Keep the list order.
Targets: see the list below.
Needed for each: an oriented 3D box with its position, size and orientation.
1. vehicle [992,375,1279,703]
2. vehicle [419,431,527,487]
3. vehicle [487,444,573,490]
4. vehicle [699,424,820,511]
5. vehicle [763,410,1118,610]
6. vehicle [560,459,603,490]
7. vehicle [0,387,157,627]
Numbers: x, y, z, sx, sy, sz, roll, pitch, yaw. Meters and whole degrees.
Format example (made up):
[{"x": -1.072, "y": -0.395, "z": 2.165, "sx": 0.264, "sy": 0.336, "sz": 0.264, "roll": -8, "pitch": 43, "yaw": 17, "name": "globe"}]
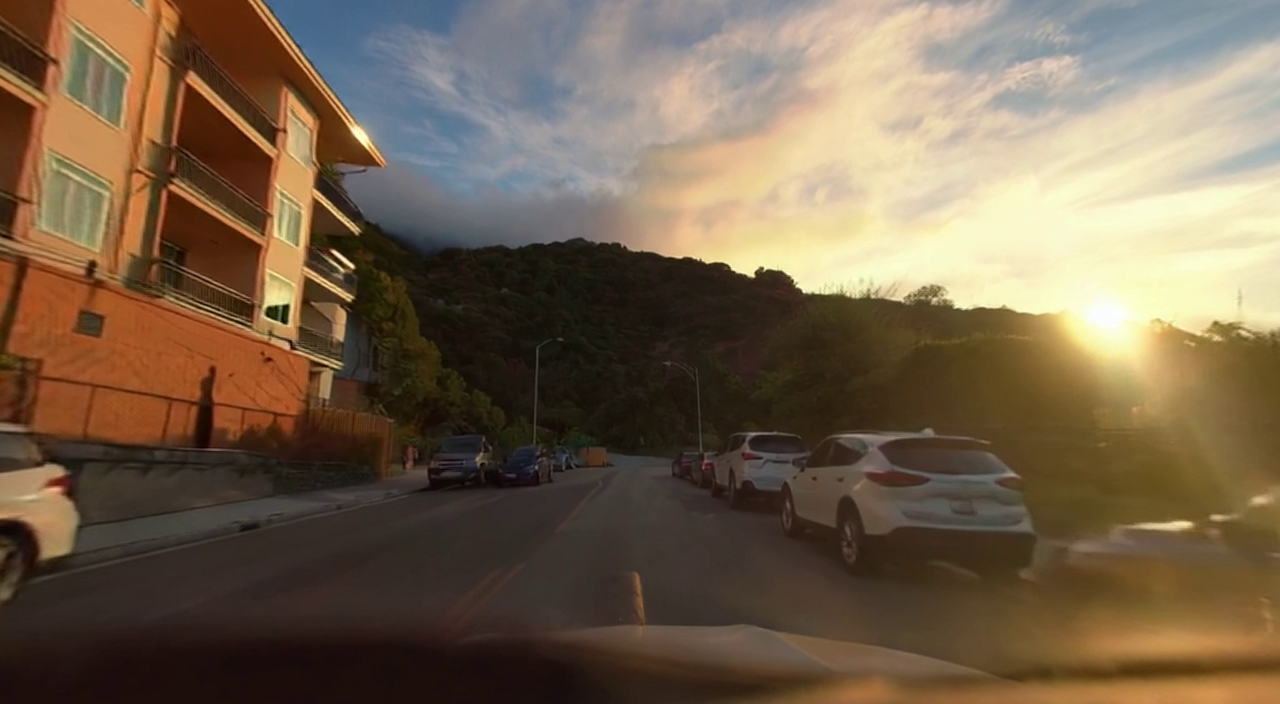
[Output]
[{"x": 3.220, "y": 0.812, "z": 1.655, "sx": 1.926, "sy": 1.602, "sz": 4.433, "roll": 0, "pitch": -8, "yaw": -1, "name": "vehicle"}, {"x": -6.429, "y": 4.299, "z": 25.229, "sx": 2.692, "sy": 1.949, "sz": 5.948, "roll": 0, "pitch": -10, "yaw": 0, "name": "vehicle"}, {"x": -3.899, "y": 4.139, "z": 23.106, "sx": 1.856, "sy": 1.474, "sz": 4.522, "roll": -1, "pitch": -8, "yaw": 7, "name": "vehicle"}, {"x": 2.753, "y": 2.801, "z": 15.786, "sx": 2.072, "sy": 1.830, "sz": 4.744, "roll": 0, "pitch": -8, "yaw": 0, "name": "vehicle"}, {"x": 2.988, "y": 1.643, "z": 7.528, "sx": 1.948, "sy": 1.669, "sz": 4.242, "roll": 1, "pitch": -8, "yaw": -3, "name": "vehicle"}, {"x": -3.364, "y": 7.314, "z": 37.307, "sx": 2.102, "sy": 1.621, "sz": 4.627, "roll": 0, "pitch": -13, "yaw": 0, "name": "vehicle"}, {"x": -6.160, "y": 1.005, "z": 3.523, "sx": 2.374, "sy": 1.843, "sz": 5.638, "roll": 0, "pitch": -8, "yaw": 1, "name": "vehicle"}]
